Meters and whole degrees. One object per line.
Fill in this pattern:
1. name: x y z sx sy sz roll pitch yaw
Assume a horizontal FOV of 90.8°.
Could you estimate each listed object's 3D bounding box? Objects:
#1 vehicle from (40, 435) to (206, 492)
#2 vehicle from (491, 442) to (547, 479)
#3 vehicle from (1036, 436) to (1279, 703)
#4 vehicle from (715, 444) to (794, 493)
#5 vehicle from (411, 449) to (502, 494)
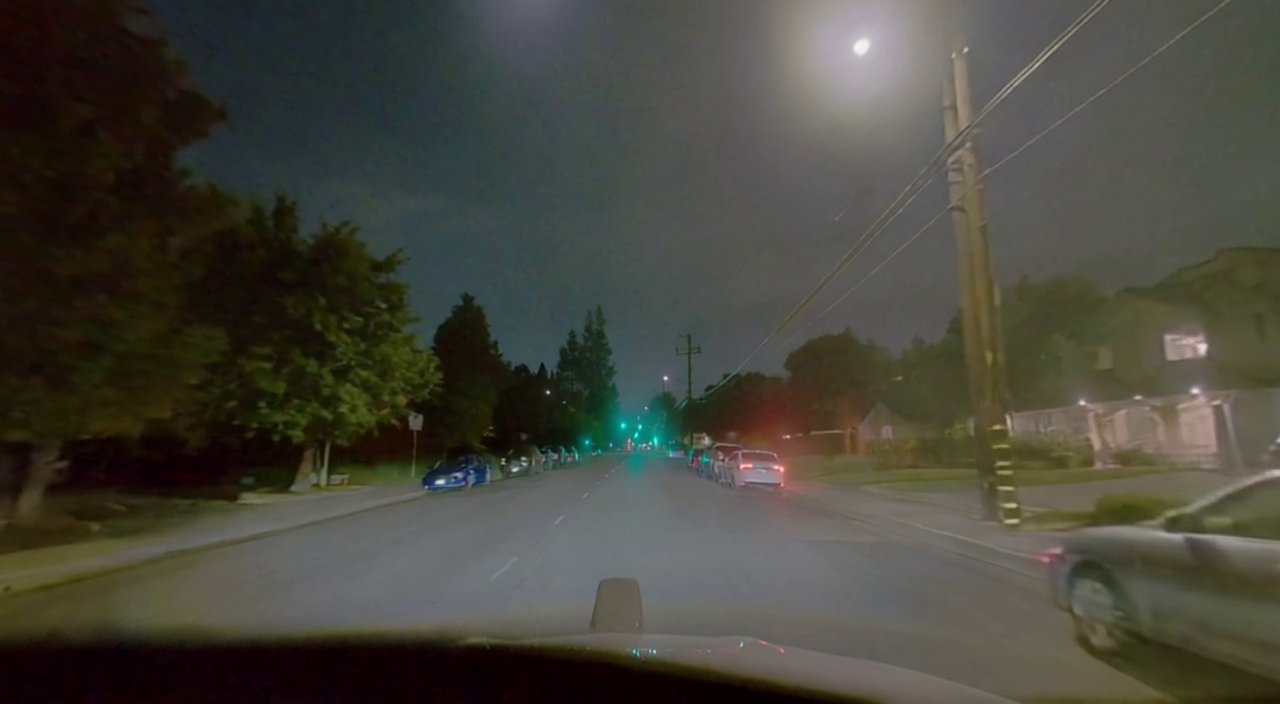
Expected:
1. vehicle: -17.830 3.869 22.152 1.925 1.750 4.489 0 -9 1
2. vehicle: -6.324 5.731 33.636 2.031 1.799 4.587 0 -9 0
3. vehicle: 3.778 1.037 2.417 1.782 1.439 4.037 0 -9 -2
4. vehicle: 3.658 3.802 20.945 1.763 1.432 4.323 0 -9 -1
5. vehicle: -6.472 4.257 22.879 2.031 1.454 4.410 0 -9 -1
